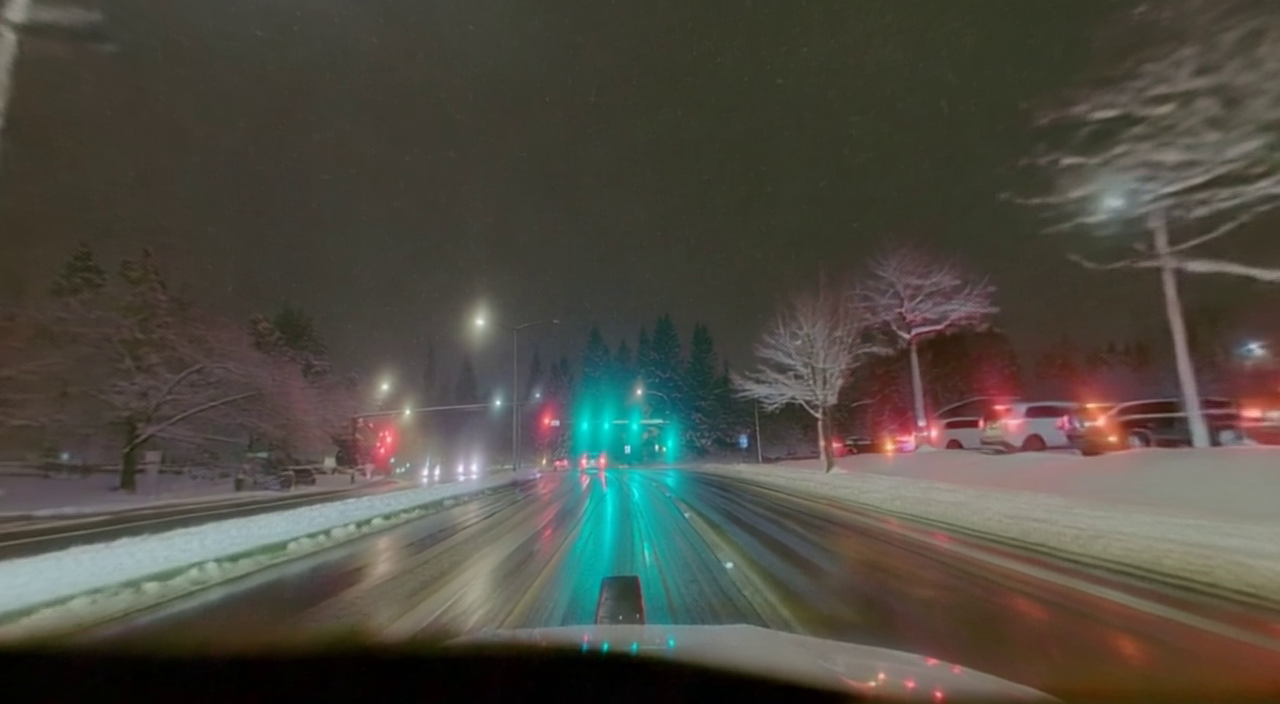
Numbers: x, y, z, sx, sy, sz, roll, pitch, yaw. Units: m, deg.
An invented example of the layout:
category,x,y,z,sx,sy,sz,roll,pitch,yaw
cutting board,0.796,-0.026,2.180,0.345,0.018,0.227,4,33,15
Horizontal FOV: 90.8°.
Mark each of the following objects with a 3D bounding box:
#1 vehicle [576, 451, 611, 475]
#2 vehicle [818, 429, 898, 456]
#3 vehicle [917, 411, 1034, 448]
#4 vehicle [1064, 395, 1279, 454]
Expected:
category,x,y,z,sx,sy,sz,roll,pitch,yaw
vehicle,-3.436,8.016,45.829,2.197,1.642,4.312,1,-9,-9
vehicle,15.622,6.491,45.423,4.922,1.749,2.145,-2,-6,2
vehicle,15.566,3.634,29.468,4.297,1.632,1.977,0,-8,-1
vehicle,15.332,2.116,18.233,4.742,1.602,1.999,0,-8,-2
